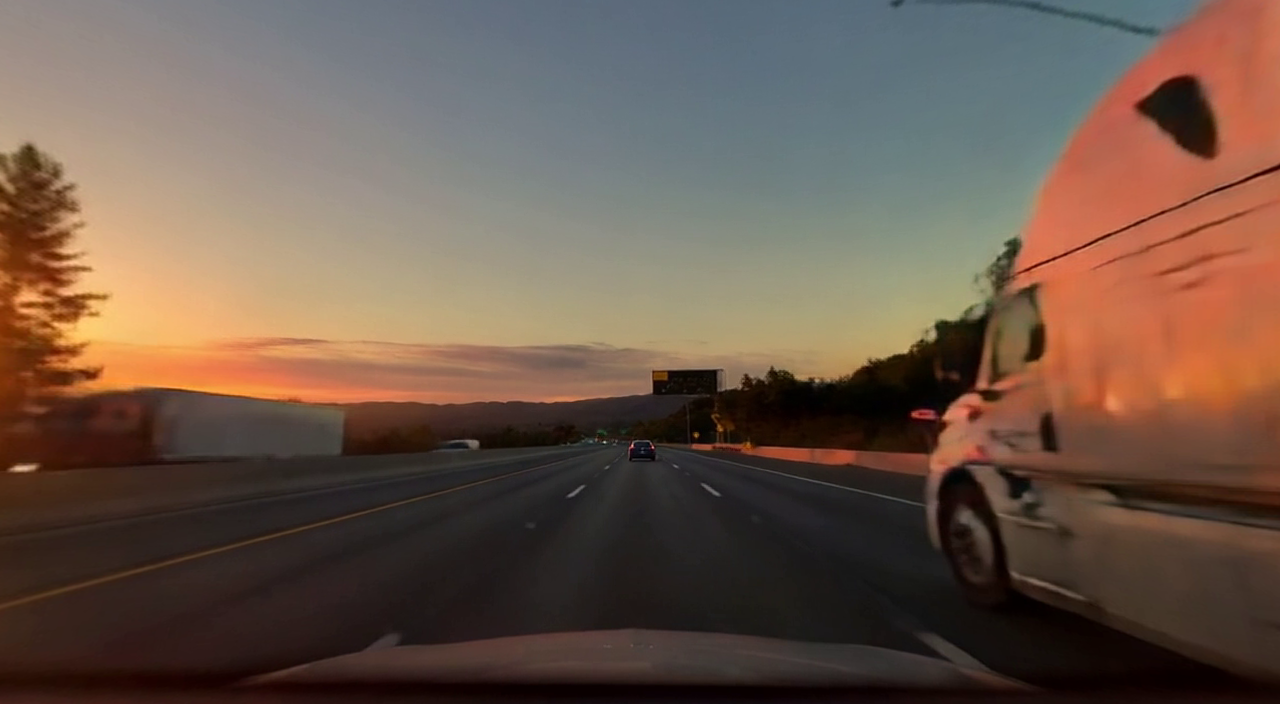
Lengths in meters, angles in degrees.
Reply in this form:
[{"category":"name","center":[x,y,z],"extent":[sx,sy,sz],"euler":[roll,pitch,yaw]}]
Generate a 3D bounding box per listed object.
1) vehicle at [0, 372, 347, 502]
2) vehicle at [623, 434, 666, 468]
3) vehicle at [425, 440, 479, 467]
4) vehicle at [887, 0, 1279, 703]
[{"category":"vehicle","center":[-18.473,3.800,27.885],"extent":[2.986,3.991,16.790],"euler":[0,-8,0]},{"category":"vehicle","center":[0.238,5.082,32.529],"extent":[2.111,1.635,4.177],"euler":[0,-8,1]},{"category":"vehicle","center":[-11.818,6.378,39.876],"extent":[1.955,1.591,4.540],"euler":[0,-8,0]},{"category":"vehicle","center":[4.008,-0.400,2.896],"extent":[2.976,4.118,6.324],"euler":[0,-8,-1]}]
